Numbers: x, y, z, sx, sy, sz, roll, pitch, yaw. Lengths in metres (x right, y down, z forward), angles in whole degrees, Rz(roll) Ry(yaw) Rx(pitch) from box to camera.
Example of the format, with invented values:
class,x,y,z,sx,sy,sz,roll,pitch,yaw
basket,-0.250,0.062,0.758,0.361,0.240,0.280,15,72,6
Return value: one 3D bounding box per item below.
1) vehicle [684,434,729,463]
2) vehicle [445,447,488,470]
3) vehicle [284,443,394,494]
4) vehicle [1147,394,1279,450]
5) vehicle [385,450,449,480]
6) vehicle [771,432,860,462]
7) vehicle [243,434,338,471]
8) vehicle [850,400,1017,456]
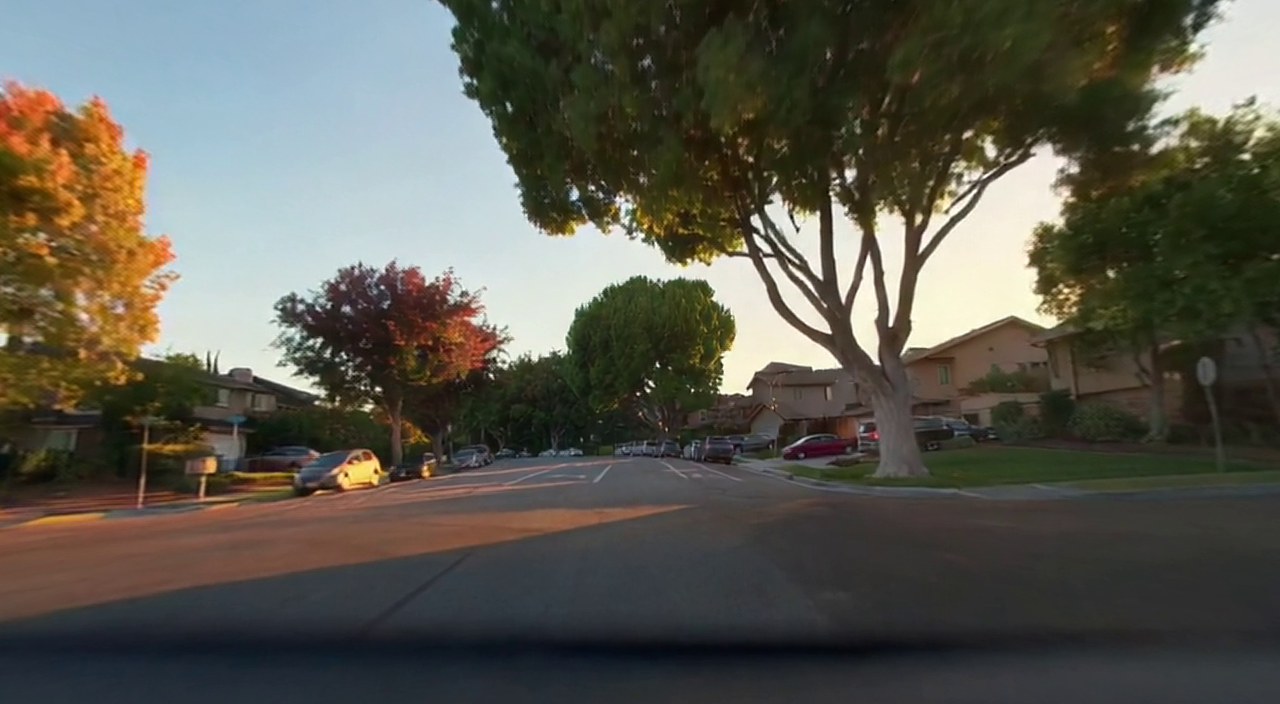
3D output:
class,x,y,z,sx,sy,sz,roll,pitch,yaw
vehicle,4.330,6.389,41.893,2.184,1.770,4.651,1,-9,-4
vehicle,-12.105,7.429,44.348,2.012,1.478,4.661,1,-9,-4
vehicle,-11.525,4.449,24.592,2.037,1.755,4.434,0,-8,0
vehicle,22.577,2.682,23.962,4.831,2.013,2.082,0,-9,-2
vehicle,-11.517,5.846,32.960,1.948,1.410,4.361,0,-9,-3
vehicle,10.124,5.535,36.674,4.512,1.477,1.927,-2,-9,-3
vehicle,-21.513,6.154,38.946,4.828,2.134,2.187,-2,-9,16
vehicle,12.892,3.510,28.125,6.244,2.050,2.209,-9,-13,37
